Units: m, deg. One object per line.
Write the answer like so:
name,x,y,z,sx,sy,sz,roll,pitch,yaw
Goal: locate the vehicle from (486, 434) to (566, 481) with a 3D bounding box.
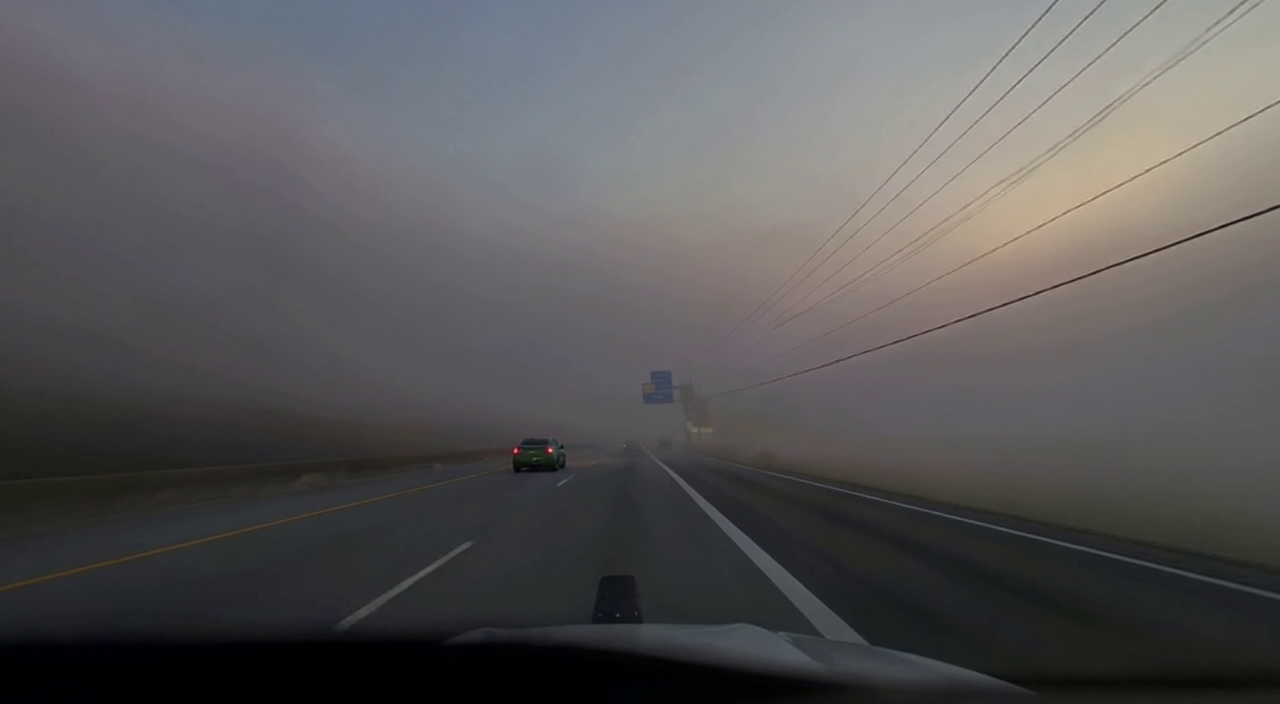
vehicle,-4.032,3.806,23.124,2.016,1.543,4.870,0,-8,0
